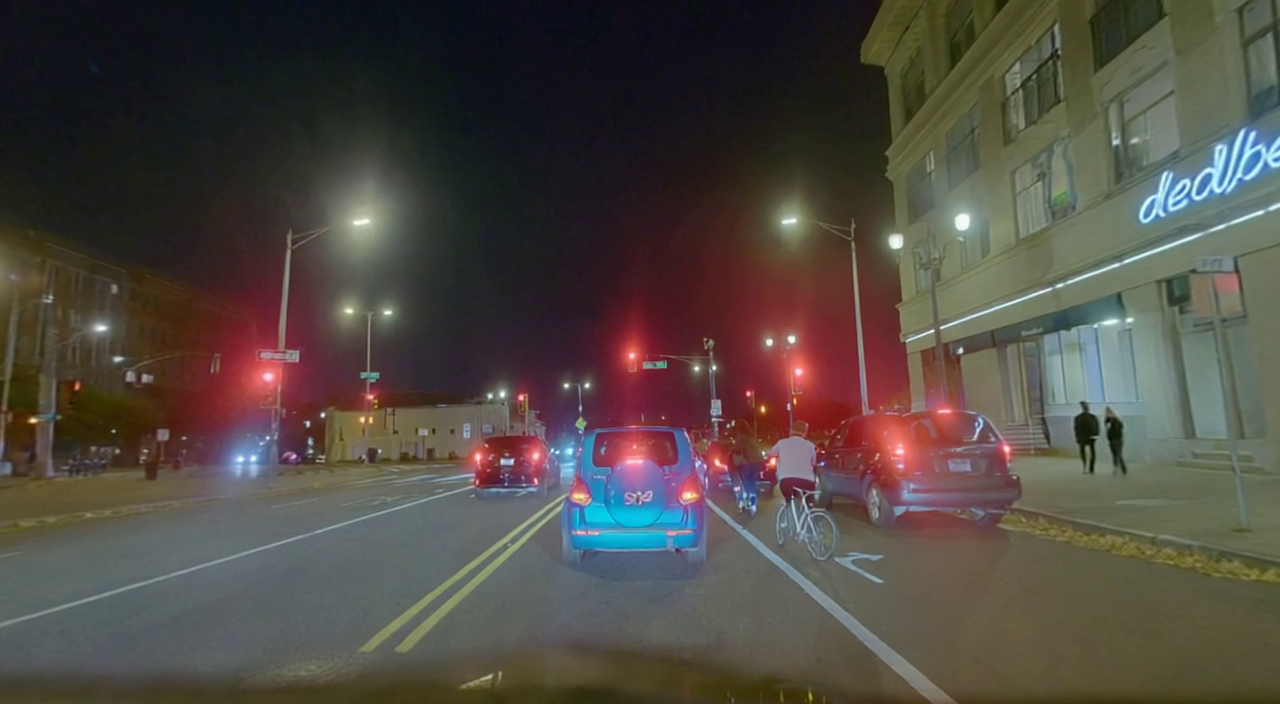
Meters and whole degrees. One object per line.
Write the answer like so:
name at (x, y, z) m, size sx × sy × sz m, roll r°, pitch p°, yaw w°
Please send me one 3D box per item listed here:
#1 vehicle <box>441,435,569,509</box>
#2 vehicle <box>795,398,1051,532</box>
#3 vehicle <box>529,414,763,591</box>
vehicle at (-2.953, 2.745, 14.874) m, size 2.039 × 1.452 × 4.489 m, roll 0°, pitch -9°, yaw 0°
vehicle at (4.510, 1.917, 11.145) m, size 2.142 × 1.829 × 4.767 m, roll 0°, pitch -9°, yaw -2°
vehicle at (0.039, 1.653, 7.713) m, size 2.091 × 1.557 × 4.000 m, roll 0°, pitch -9°, yaw 0°
